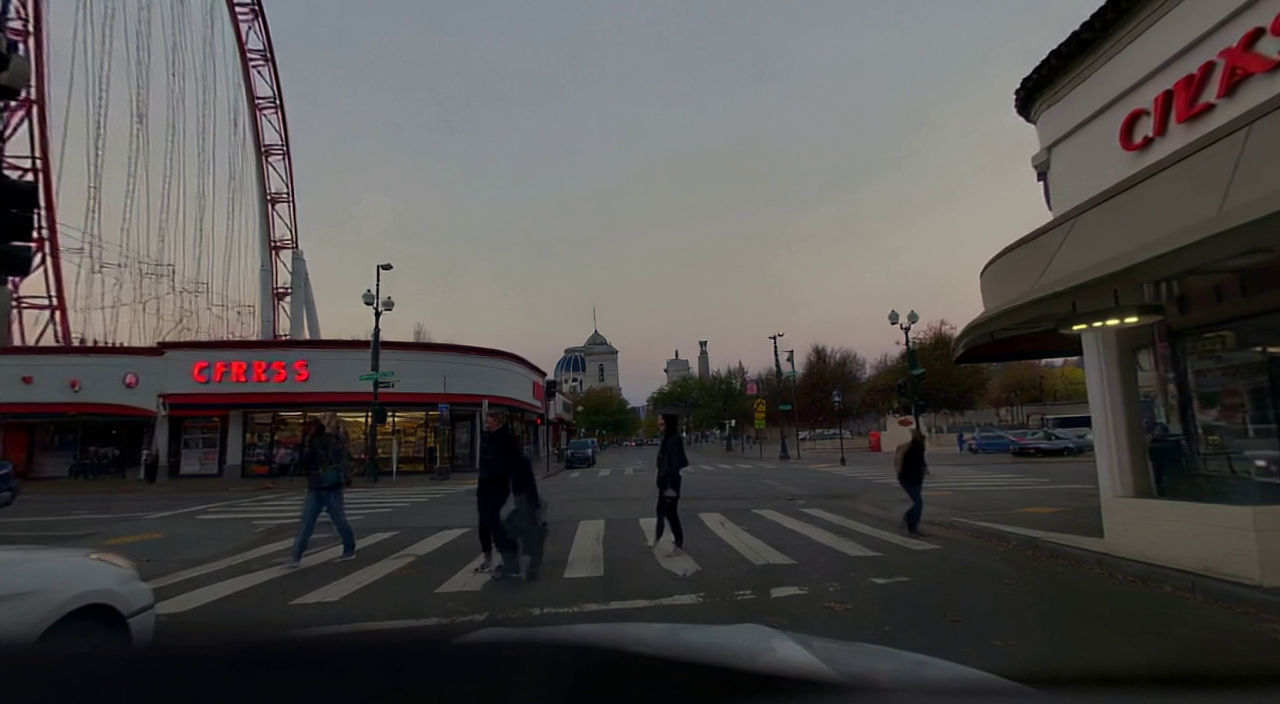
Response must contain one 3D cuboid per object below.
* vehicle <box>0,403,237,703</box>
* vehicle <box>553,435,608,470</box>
[{"bbox_3d":[-3.369,0.785,1.186,1.940,1.505,4.676,-1,-9,3],"label":"vehicle"},{"bbox_3d":[-3.900,6.383,40.252,2.549,2.000,5.699,2,-9,-15],"label":"vehicle"}]
